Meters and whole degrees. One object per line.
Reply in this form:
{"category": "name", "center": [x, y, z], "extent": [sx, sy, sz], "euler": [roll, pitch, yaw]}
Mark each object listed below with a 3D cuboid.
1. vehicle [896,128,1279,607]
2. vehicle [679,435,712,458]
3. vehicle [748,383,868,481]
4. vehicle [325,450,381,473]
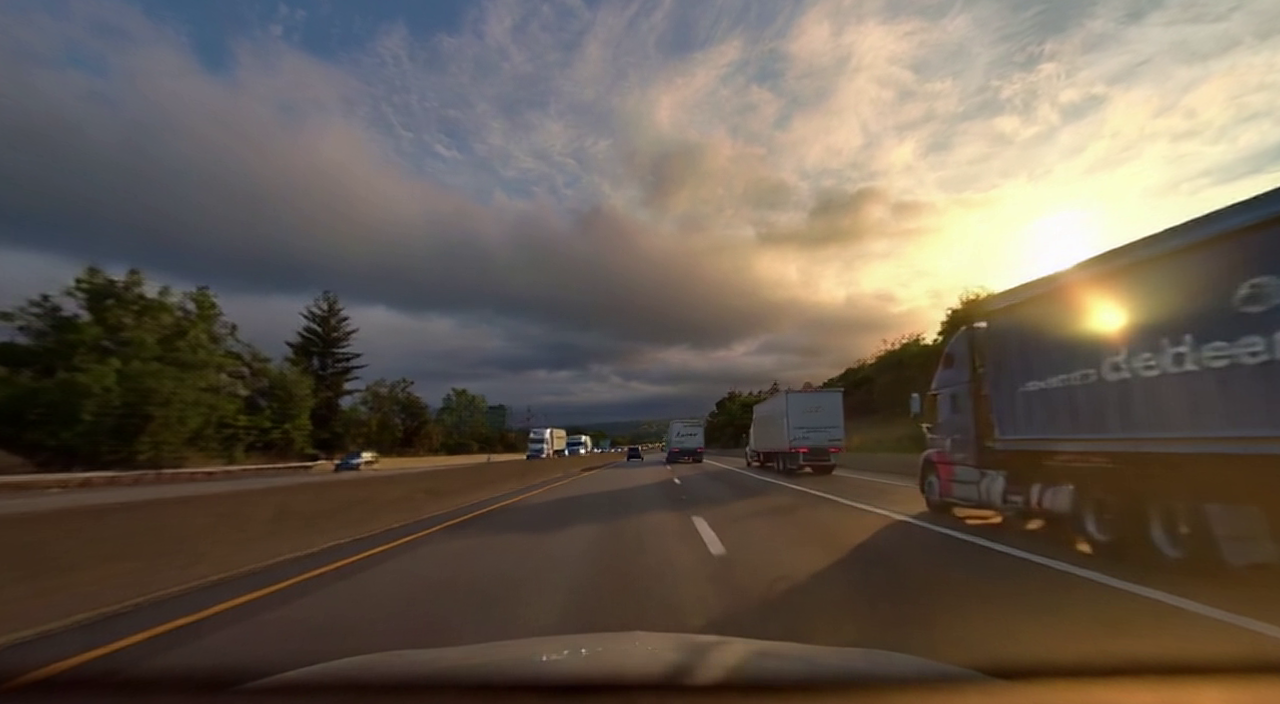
{"category": "vehicle", "center": [6.714, 0.483, 7.833], "extent": [2.920, 3.860, 10.035], "euler": [0, -8, 1]}
{"category": "vehicle", "center": [4.097, 7.081, 47.298], "extent": [2.120, 1.651, 4.639], "euler": [0, -8, 1]}
{"category": "vehicle", "center": [8.164, 4.221, 33.081], "extent": [2.843, 4.053, 13.777], "euler": [0, -8, 2]}
{"category": "vehicle", "center": [-20.787, 7.952, 45.772], "extent": [1.820, 1.470, 4.427], "euler": [-1, -8, 2]}
